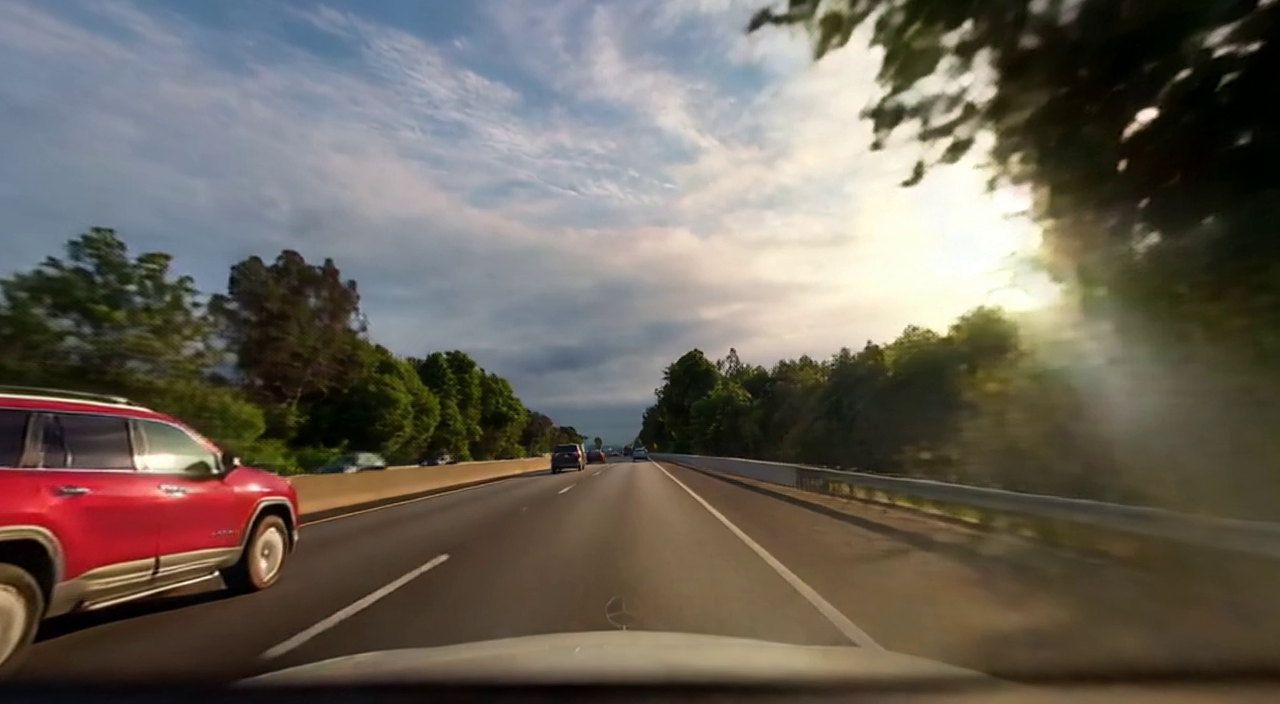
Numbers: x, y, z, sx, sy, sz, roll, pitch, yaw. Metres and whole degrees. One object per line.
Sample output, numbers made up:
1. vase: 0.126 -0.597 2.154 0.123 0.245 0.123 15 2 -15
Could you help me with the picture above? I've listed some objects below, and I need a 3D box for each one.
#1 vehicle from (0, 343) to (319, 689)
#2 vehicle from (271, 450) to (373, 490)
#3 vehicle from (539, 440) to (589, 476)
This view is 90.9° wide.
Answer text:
1. vehicle: -4.675 1.095 4.628 2.102 1.941 4.703 0 -9 0
2. vehicle: -13.096 4.861 26.305 1.822 1.481 4.657 0 -9 0
3. vehicle: -3.973 5.653 33.777 2.056 1.811 4.202 -1 -9 1
